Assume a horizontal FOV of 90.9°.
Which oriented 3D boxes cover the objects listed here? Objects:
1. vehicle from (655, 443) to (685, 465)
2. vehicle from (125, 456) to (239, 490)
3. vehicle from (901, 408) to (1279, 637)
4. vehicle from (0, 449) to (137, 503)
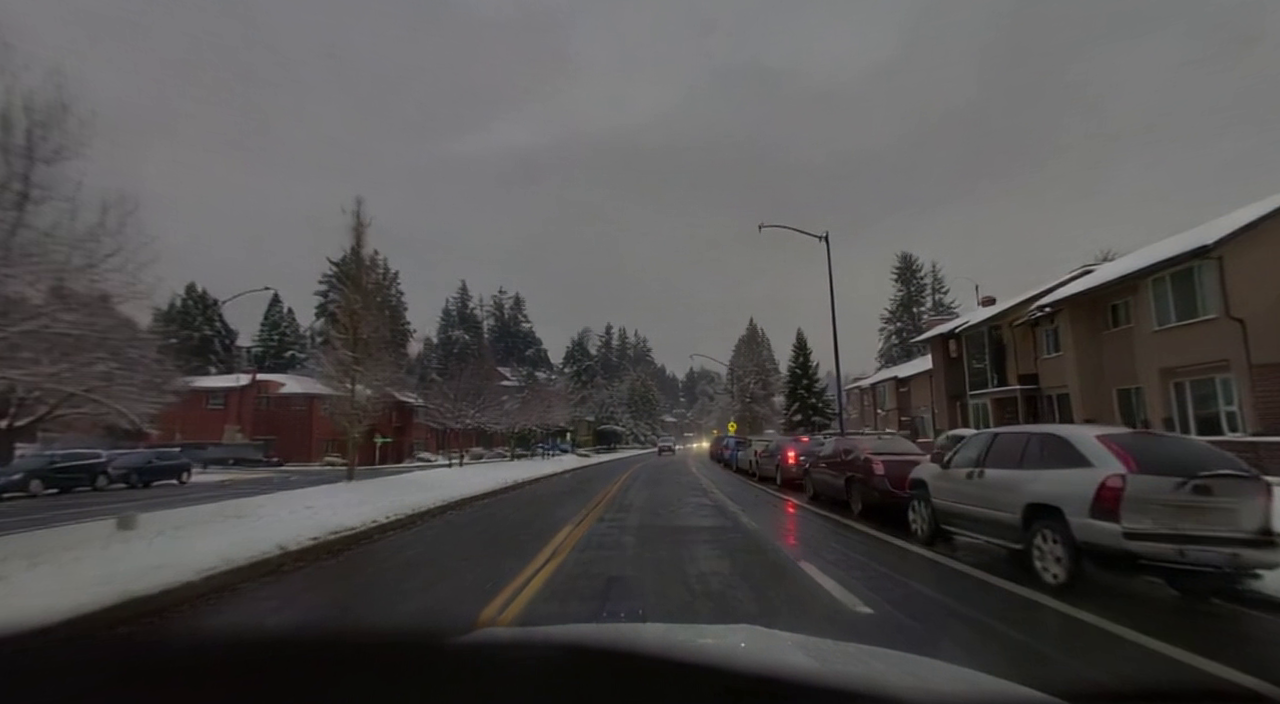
[{"bbox_3d":[2.114,7.068,43.881,2.011,1.480,4.170,-1,-8,3],"label":"vehicle"},{"bbox_3d":[-22.498,5.914,31.260,1.909,1.451,4.757,-1,-8,3],"label":"vehicle"},{"bbox_3d":[4.595,1.532,6.647,2.011,1.649,4.001,0,-8,1],"label":"vehicle"},{"bbox_3d":[-23.064,4.784,24.884,2.060,1.814,5.097,0,-8,2],"label":"vehicle"}]
